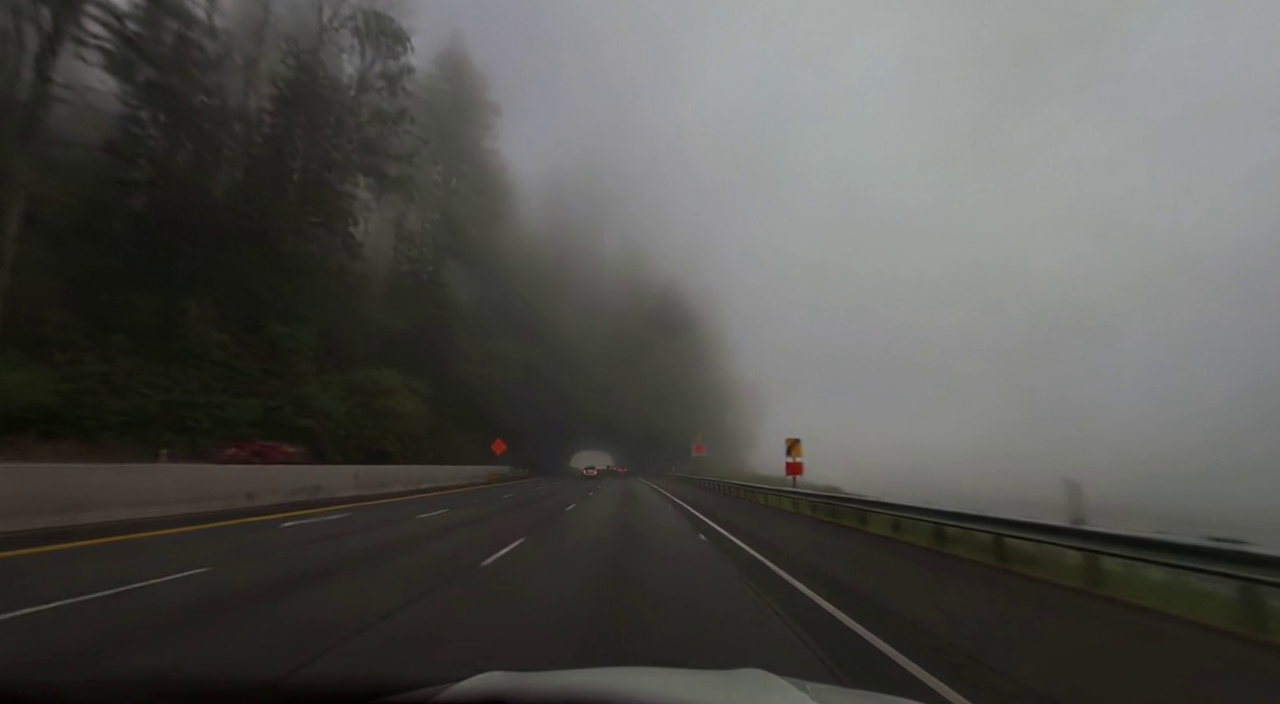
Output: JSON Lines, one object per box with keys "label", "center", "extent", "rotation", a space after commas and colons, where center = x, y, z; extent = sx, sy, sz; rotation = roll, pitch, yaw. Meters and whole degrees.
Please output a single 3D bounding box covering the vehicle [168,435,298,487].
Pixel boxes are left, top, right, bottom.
{"label": "vehicle", "center": [-16.680, 4.560, 26.219], "extent": [2.120, 1.902, 4.900], "rotation": [1, -10, -1]}
